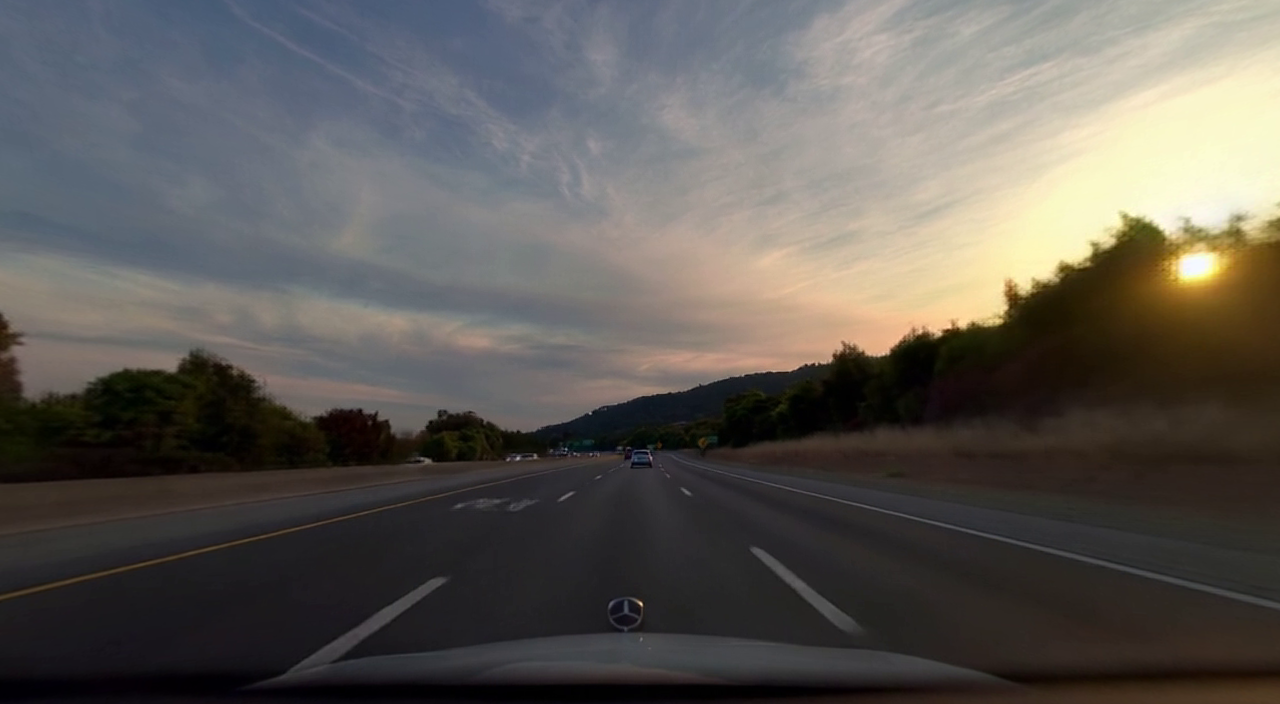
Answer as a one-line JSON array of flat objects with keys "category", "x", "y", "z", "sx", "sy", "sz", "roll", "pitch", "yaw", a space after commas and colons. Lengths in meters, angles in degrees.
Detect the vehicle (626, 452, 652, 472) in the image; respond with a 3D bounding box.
[{"category": "vehicle", "x": -0.099, "y": 8.506, "z": 48.945, "sx": 1.964, "sy": 1.483, "sz": 4.016, "roll": 0, "pitch": -9, "yaw": -1}]
